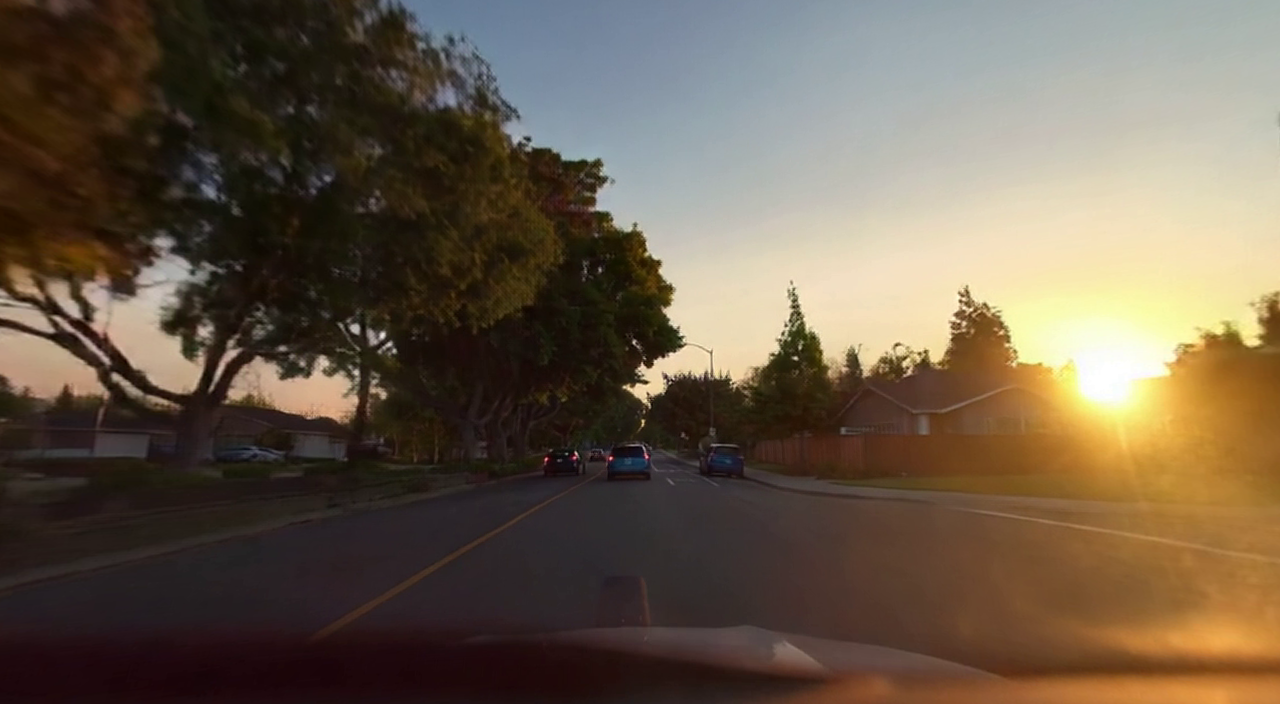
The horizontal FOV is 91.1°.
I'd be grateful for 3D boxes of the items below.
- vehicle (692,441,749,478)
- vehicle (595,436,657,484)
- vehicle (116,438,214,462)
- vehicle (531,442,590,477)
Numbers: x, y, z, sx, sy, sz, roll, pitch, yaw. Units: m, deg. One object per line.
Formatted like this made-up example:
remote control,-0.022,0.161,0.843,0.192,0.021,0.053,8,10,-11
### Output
vehicle,4.002,5.440,32.084,2.332,1.769,4.518,0,-8,0
vehicle,-0.487,4.211,24.793,2.220,1.742,4.047,0,-8,0
vehicle,-32.232,6.666,42.704,4.891,1.538,2.059,0,-9,0
vehicle,-3.531,4.872,28.705,2.032,1.433,4.458,0,-8,1
